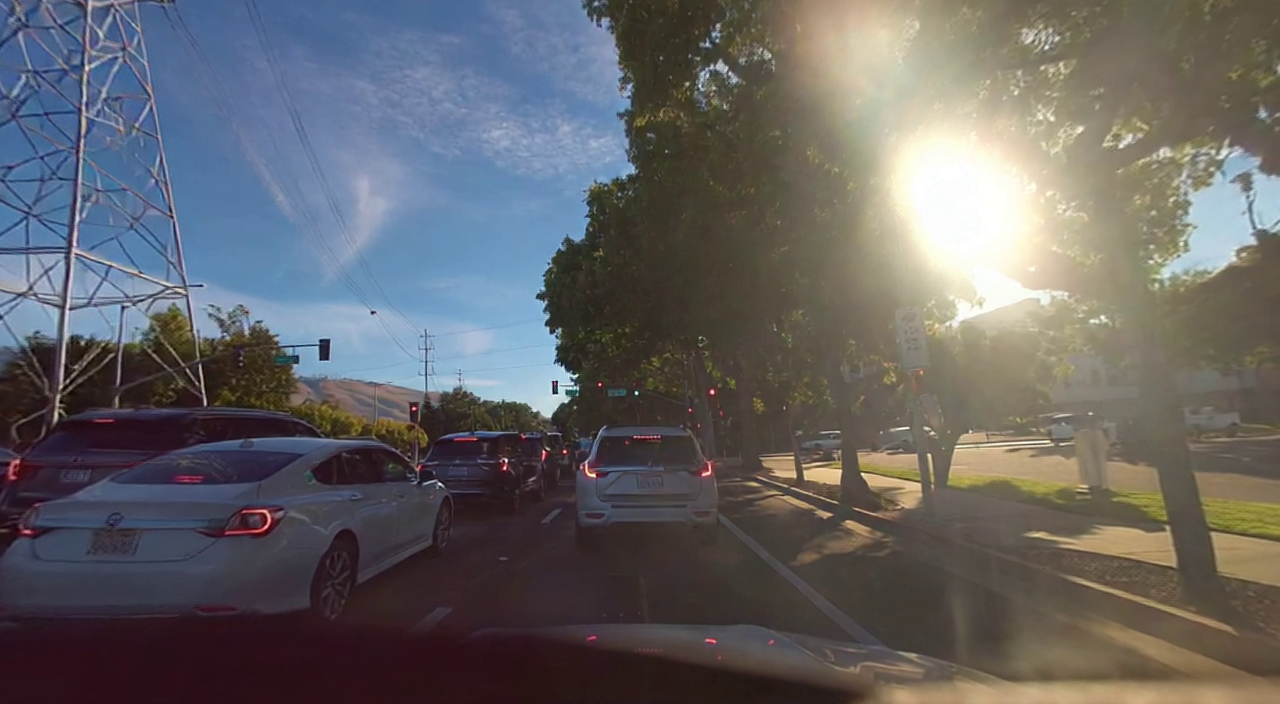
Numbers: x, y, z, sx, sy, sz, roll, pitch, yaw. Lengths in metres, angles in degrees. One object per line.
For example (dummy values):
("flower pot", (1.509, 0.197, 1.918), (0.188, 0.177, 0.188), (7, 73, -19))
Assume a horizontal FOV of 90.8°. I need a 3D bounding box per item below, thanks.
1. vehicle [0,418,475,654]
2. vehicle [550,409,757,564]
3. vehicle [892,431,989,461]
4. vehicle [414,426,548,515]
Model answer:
("vehicle", (-3.183, 1.494, 6.301), (1.973, 1.469, 4.448), (0, -8, -1))
("vehicle", (0.093, 1.767, 9.044), (2.239, 1.661, 4.224), (0, -8, -2))
("vehicle", (15.084, 4.746, 31.833), (3.858, 1.437, 1.899), (0, -8, -5))
("vehicle", (-3.258, 2.500, 13.768), (1.997, 1.636, 3.760), (0, -8, -1))
